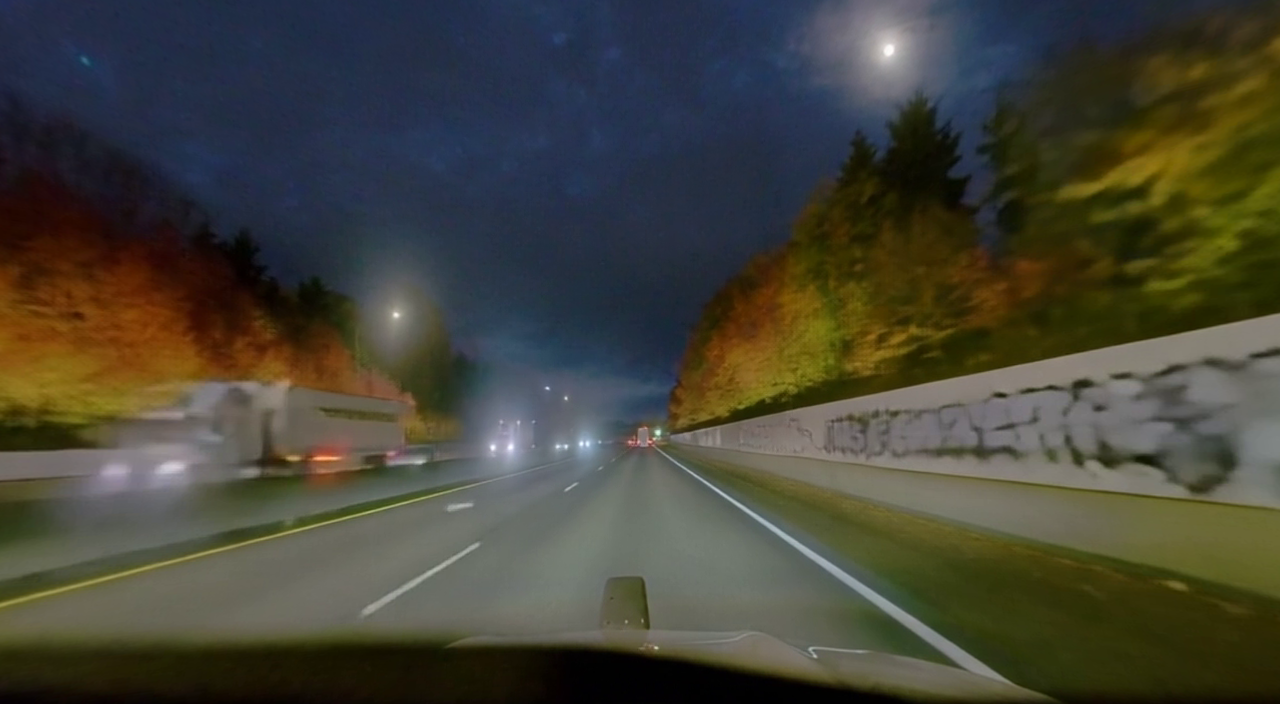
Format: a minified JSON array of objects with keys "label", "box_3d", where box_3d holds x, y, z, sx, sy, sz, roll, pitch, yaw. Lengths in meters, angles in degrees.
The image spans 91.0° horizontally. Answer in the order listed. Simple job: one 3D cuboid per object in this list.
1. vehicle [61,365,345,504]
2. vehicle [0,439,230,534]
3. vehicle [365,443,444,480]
[{"label":"vehicle","box_3d":[-14.715,3.023,22.850,2.994,3.947,9.906,0,-8,1]},{"label":"vehicle","box_3d":[-10.497,2.521,12.494,1.884,1.546,4.094,0,-8,1]},{"label":"vehicle","box_3d":[-10.717,4.976,28.963,1.905,1.561,4.252,0,-8,1]}]
